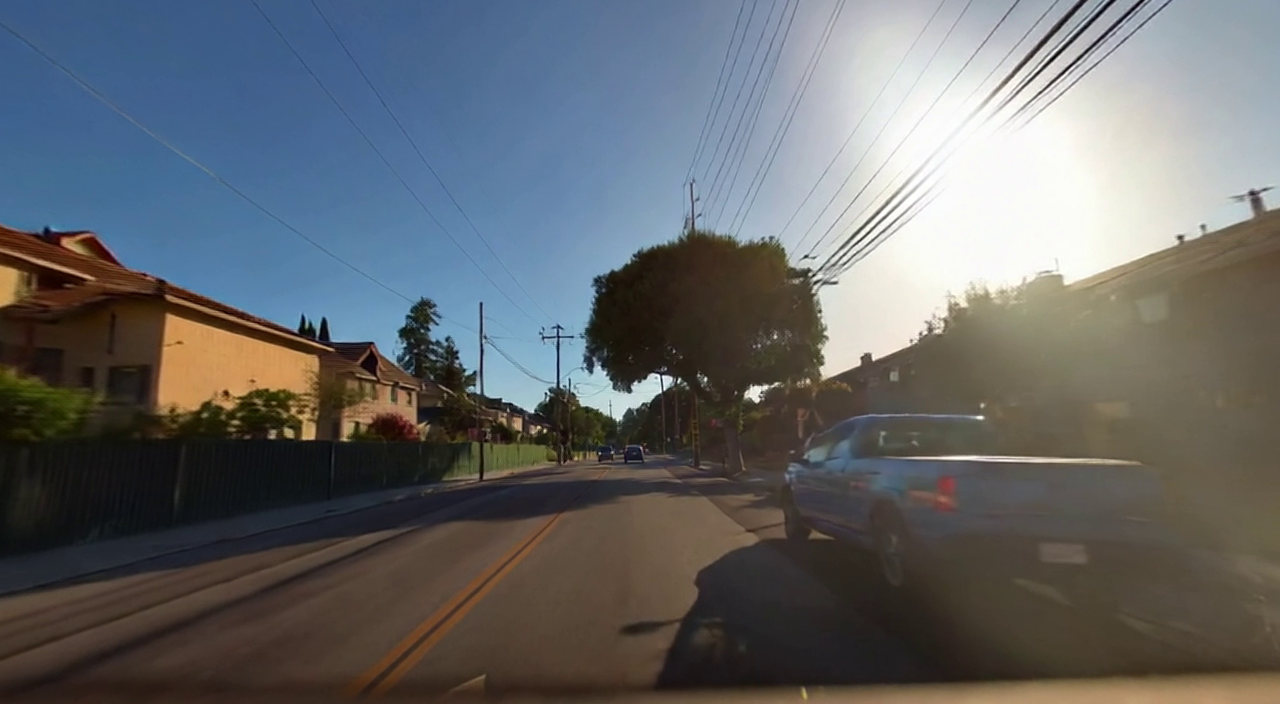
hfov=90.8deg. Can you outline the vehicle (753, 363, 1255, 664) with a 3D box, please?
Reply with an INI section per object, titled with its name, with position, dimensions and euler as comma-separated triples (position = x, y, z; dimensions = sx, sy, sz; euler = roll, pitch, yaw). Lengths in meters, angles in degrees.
[vehicle]
position = 3.047, 1.538, 7.322
dimensions = 2.278, 1.933, 5.860
euler = 3, -9, 0
